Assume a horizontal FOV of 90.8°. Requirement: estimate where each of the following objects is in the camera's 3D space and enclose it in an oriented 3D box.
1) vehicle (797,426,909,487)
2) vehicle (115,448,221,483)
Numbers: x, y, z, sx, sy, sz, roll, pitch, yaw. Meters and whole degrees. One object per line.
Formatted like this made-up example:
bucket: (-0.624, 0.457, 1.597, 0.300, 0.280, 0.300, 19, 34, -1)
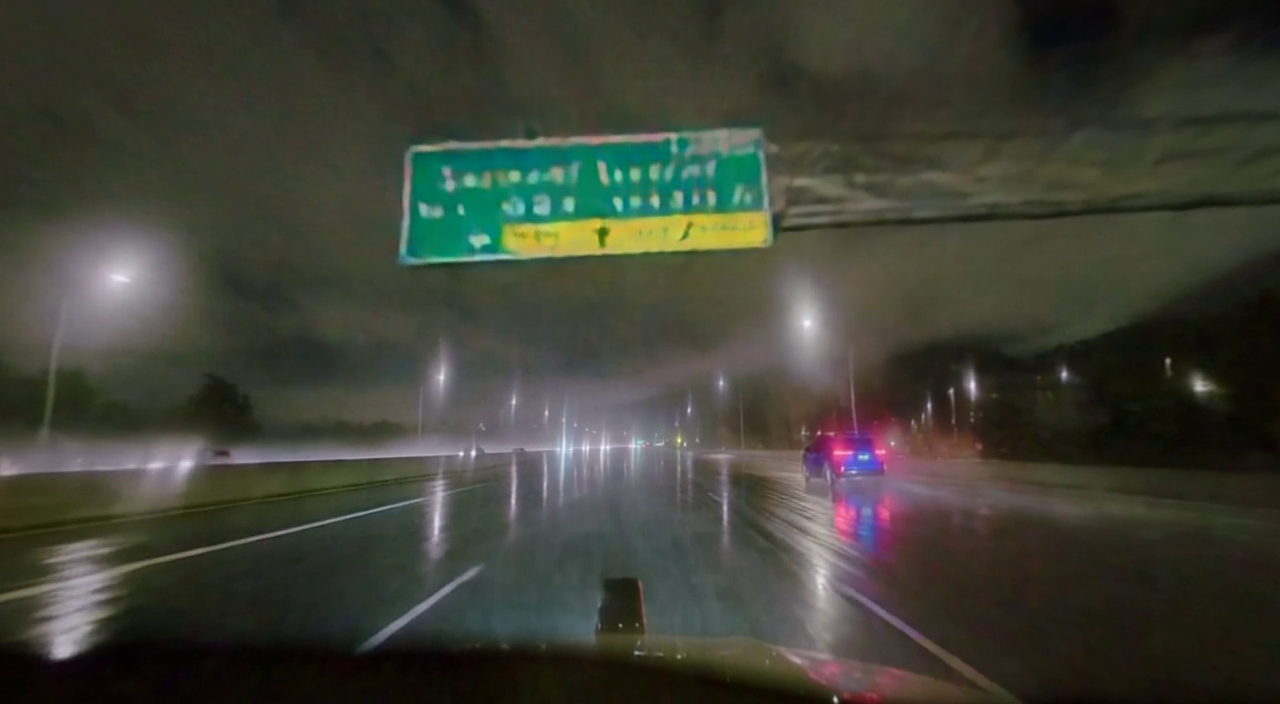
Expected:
vehicle: (7.334, 3.662, 22.340, 2.222, 1.899, 4.595, 0, -8, -1)
vehicle: (-25.568, 6.118, 34.455, 2.073, 1.736, 4.741, 0, -8, 0)
